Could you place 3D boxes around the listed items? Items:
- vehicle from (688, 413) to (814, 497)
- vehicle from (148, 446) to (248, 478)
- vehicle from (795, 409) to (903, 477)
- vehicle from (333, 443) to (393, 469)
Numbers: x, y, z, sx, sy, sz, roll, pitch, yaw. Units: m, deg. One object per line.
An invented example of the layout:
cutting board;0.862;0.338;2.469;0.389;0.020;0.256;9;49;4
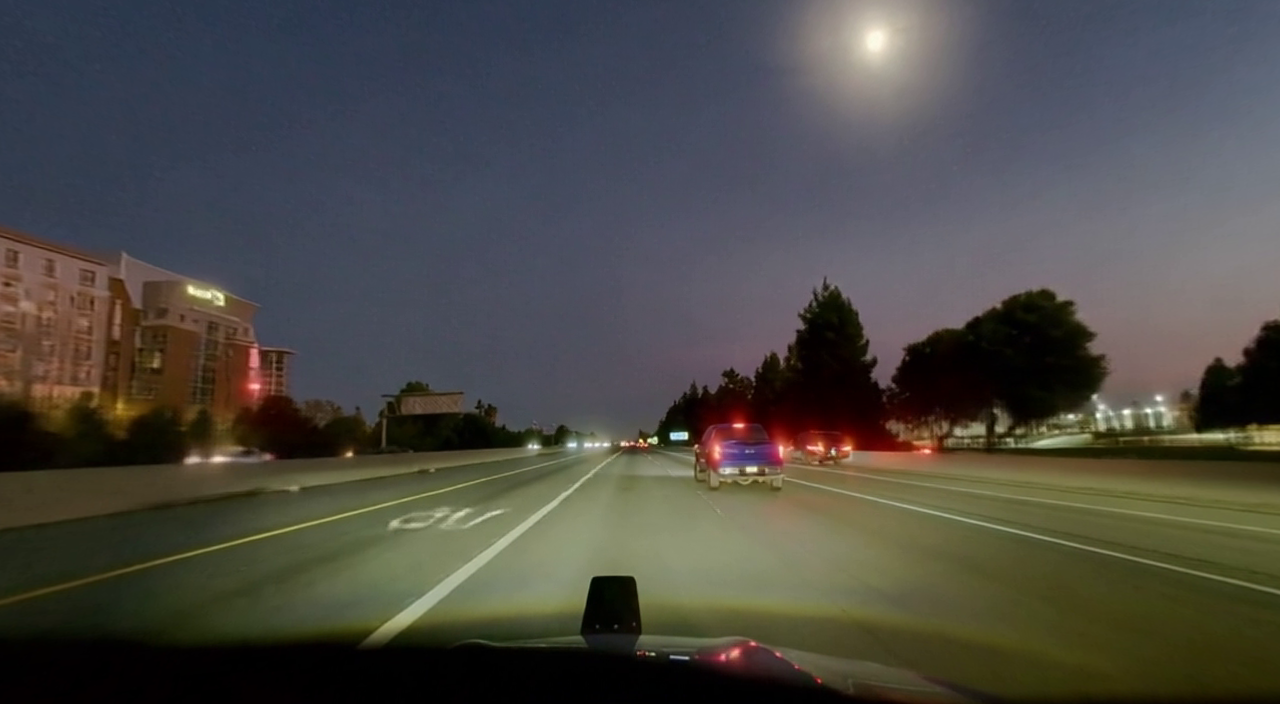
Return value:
vehicle;2.845;2.819;17.560;2.462;1.984;4.718;0;-8;-2
vehicle;-27.283;6.753;39.308;2.116;1.812;5.613;0;-8;0
vehicle;7.758;3.480;24.133;2.158;2.268;5.396;0;-8;-1
vehicle;-19.217;7.236;44.051;2.056;1.681;4.519;0;-8;0
